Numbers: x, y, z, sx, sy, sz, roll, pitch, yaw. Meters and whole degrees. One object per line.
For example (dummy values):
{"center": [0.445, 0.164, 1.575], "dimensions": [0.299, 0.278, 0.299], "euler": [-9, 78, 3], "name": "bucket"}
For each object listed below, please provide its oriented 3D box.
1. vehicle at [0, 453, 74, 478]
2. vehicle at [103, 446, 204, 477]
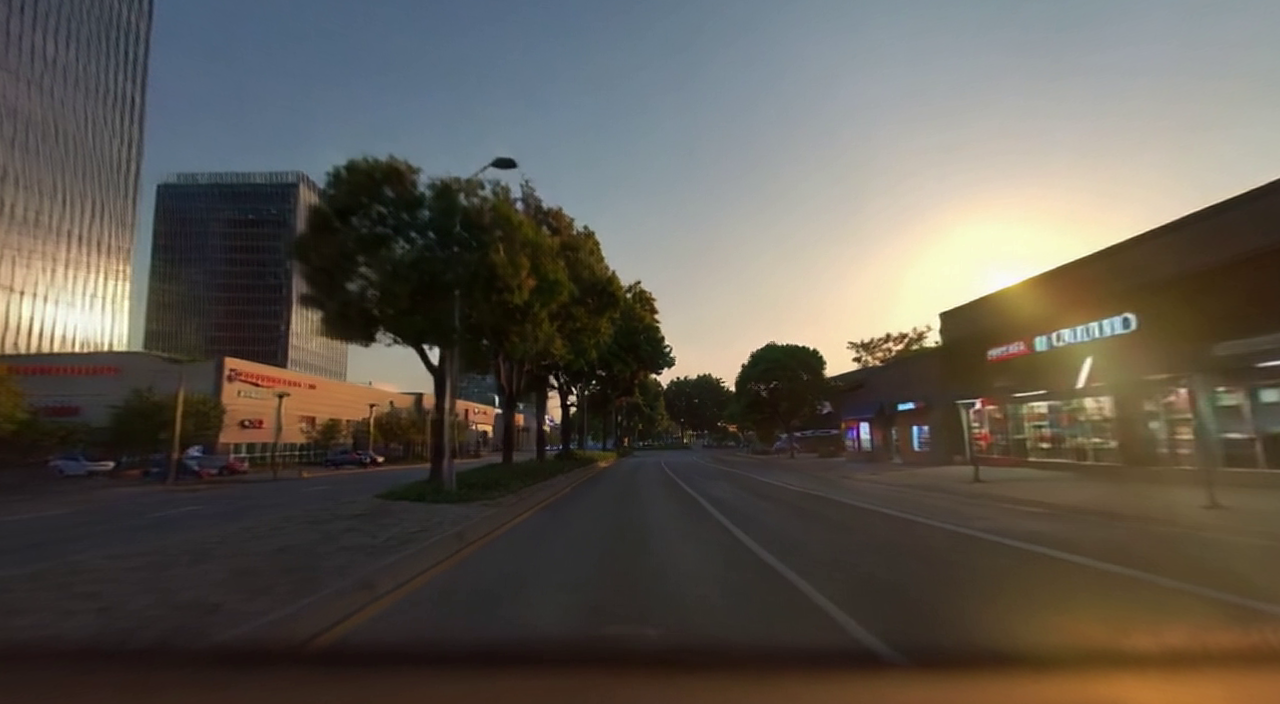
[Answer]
{"center": [-40.507, 7.532, 42.018], "dimensions": [4.102, 1.543, 1.629], "euler": [0, -9, 2], "name": "vehicle"}
{"center": [-29.407, 6.631, 38.298], "dimensions": [4.470, 1.480, 1.989], "euler": [-4, -10, 0], "name": "vehicle"}
